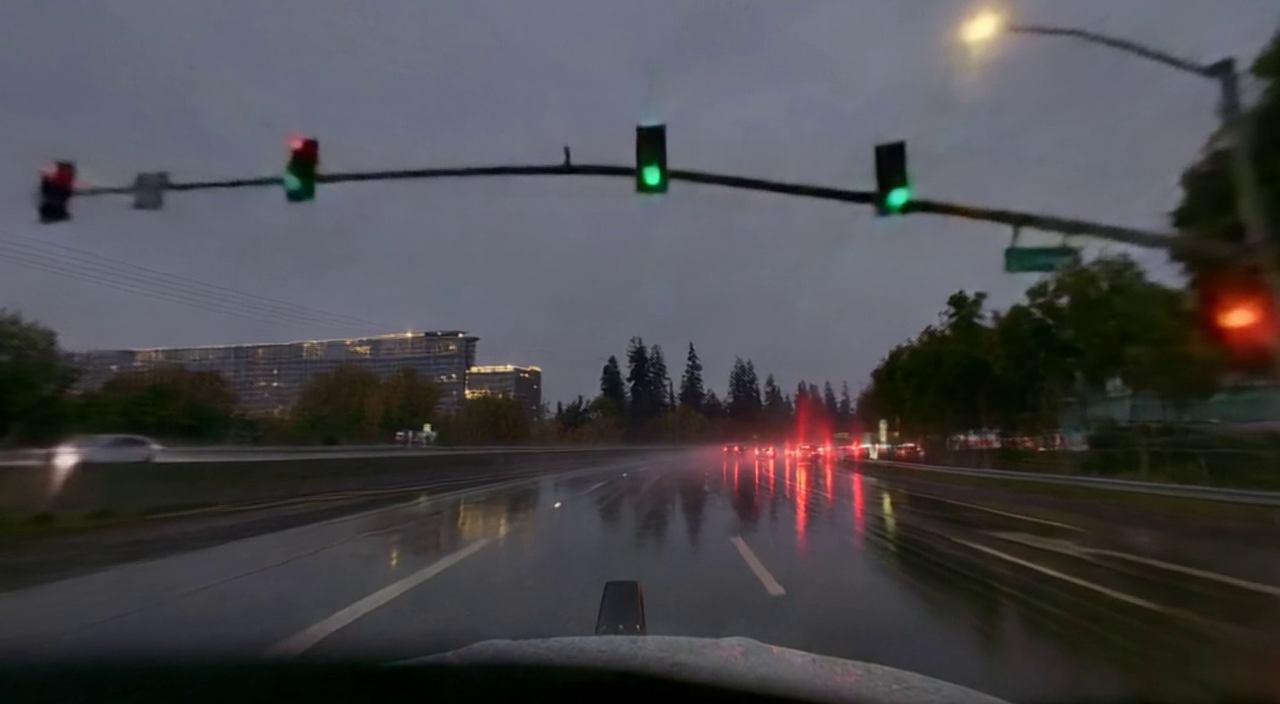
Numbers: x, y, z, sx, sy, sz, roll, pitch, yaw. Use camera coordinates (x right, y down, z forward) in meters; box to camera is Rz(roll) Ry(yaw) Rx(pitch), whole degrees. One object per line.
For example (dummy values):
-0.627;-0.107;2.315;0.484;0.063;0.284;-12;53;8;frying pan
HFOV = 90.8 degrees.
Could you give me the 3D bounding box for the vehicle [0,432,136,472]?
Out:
-23.520;4.039;25.707;1.871;1.474;4.554;-1;-9;8;vehicle
